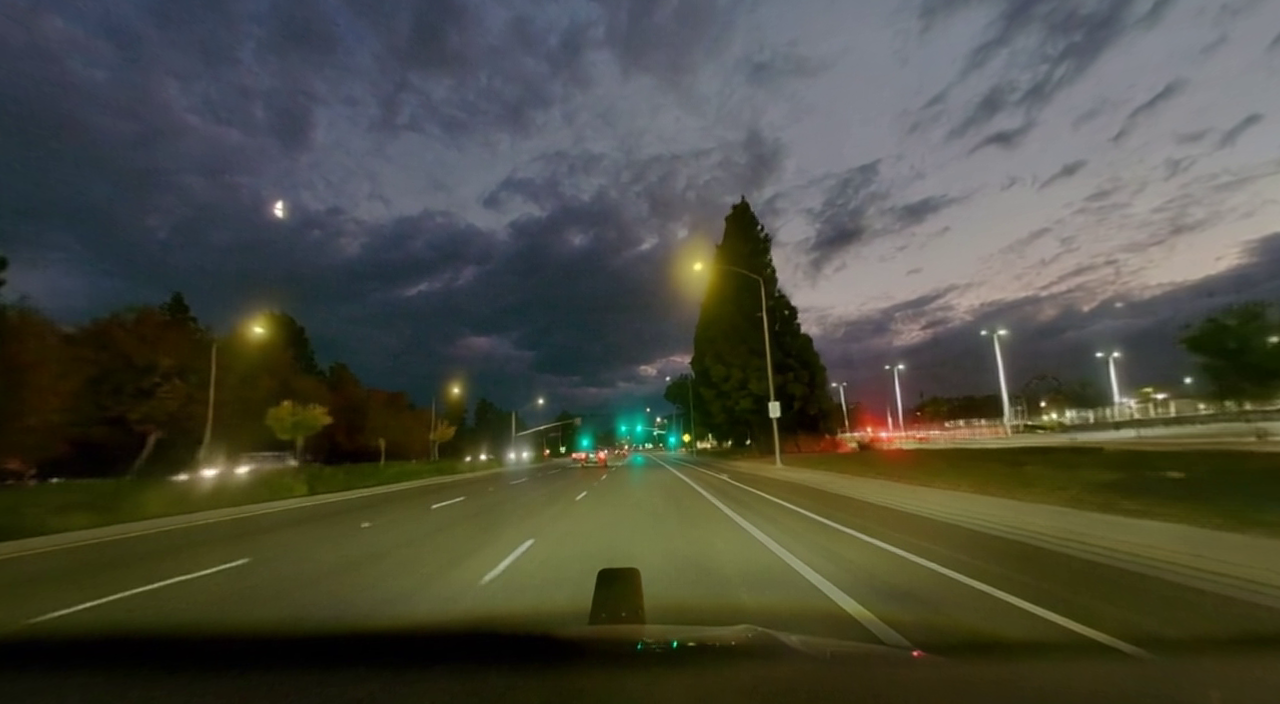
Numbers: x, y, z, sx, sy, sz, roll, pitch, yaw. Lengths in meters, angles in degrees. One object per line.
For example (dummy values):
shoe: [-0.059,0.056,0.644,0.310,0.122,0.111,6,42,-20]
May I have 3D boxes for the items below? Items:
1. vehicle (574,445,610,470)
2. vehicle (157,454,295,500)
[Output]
vehicle: [-3.327,7.356,44.434,2.121,1.654,3.993,0,-8,1]
vehicle: [-15.252,4.598,23.675,1.882,1.472,4.796,0,-8,1]
